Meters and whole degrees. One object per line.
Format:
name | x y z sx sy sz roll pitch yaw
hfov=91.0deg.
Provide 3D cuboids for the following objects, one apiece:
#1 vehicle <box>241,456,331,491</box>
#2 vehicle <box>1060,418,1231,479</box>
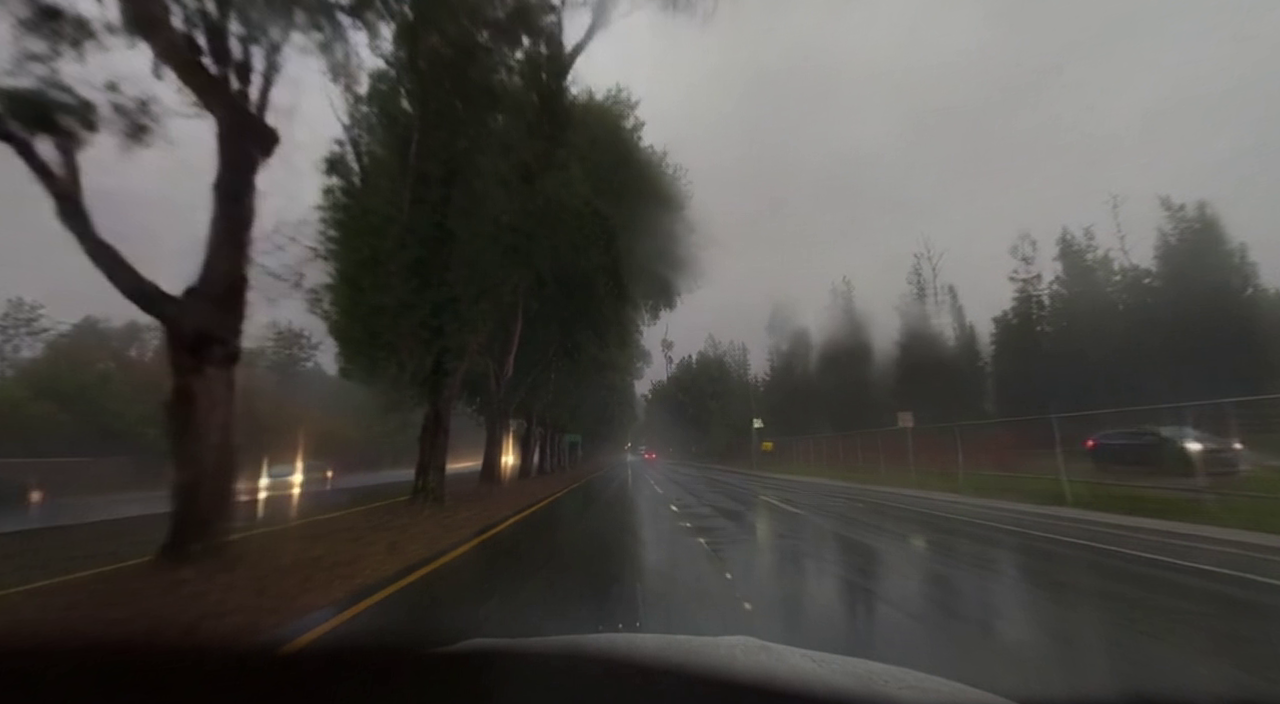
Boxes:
vehicle | -17.121 5.878 30.746 1.845 1.478 4.574 0 -8 -2
vehicle | 16.562 3.127 21.010 1.855 1.670 4.616 -4 -6 1
